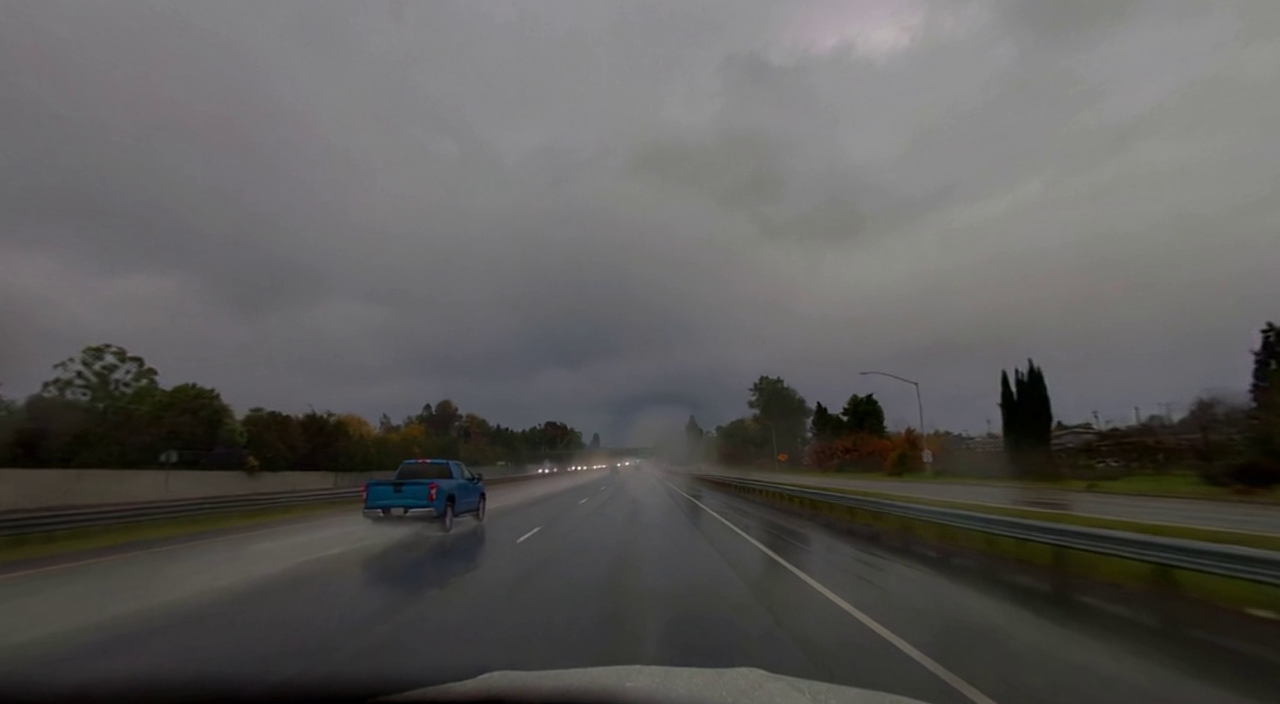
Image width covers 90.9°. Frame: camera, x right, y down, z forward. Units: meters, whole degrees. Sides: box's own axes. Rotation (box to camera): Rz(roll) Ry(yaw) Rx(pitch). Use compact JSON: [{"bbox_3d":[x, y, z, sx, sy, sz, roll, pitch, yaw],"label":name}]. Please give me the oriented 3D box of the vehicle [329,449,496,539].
[{"bbox_3d":[-4.436,2.855,13.049,1.914,1.534,4.015,1,-10,0],"label":"vehicle"}]
